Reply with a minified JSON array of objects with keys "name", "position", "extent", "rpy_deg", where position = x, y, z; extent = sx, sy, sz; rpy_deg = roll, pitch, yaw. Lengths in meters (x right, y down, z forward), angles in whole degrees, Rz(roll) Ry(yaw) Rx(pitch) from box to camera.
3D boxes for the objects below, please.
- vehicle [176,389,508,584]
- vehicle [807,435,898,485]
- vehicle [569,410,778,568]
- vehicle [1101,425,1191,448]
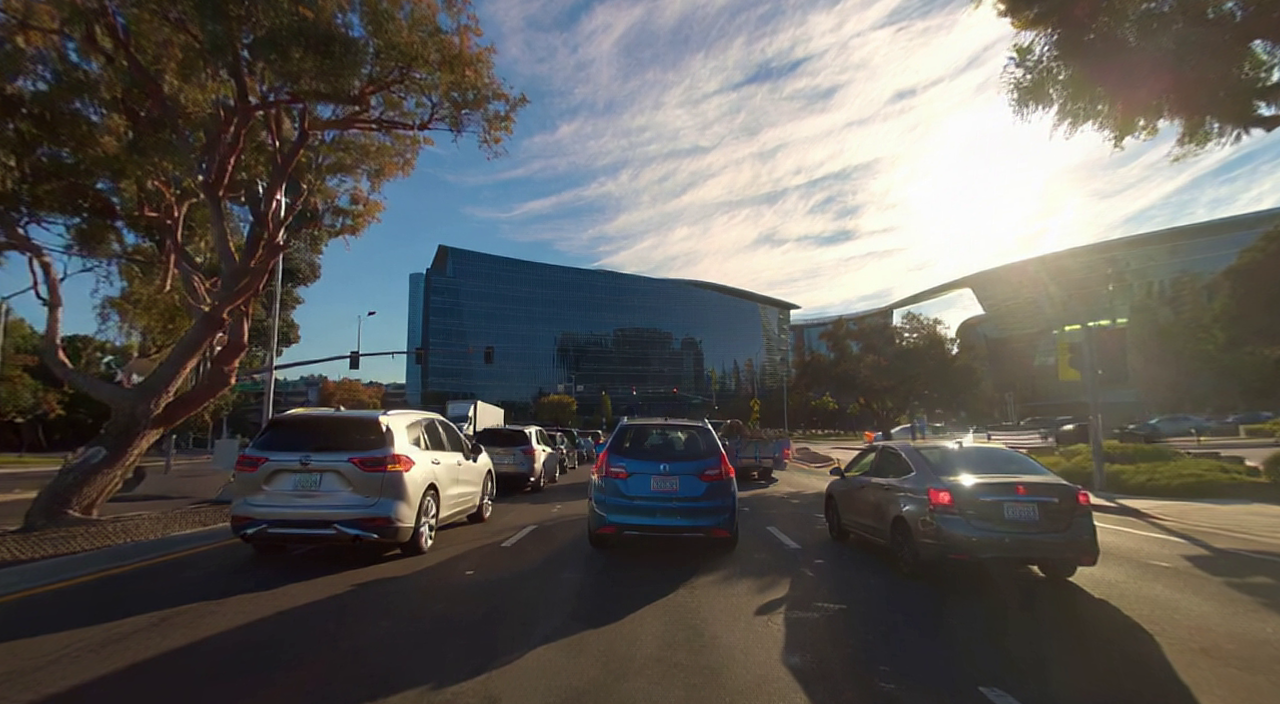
[{"name":"vehicle","position":[-3.258,1.579,8.154],"extent":[2.085,1.812,4.388],"rpy_deg":[0,-8,1]},{"name":"vehicle","position":[7.359,3.768,22.280],"extent":[2.067,1.599,4.251],"rpy_deg":[-1,-8,5]},{"name":"vehicle","position":[0.377,1.750,8.774],"extent":[2.189,1.649,4.171],"rpy_deg":[0,-8,1]},{"name":"vehicle","position":[35.818,6.037,44.712],"extent":[4.632,1.580,1.801],"rpy_deg":[-5,-10,31]}]
